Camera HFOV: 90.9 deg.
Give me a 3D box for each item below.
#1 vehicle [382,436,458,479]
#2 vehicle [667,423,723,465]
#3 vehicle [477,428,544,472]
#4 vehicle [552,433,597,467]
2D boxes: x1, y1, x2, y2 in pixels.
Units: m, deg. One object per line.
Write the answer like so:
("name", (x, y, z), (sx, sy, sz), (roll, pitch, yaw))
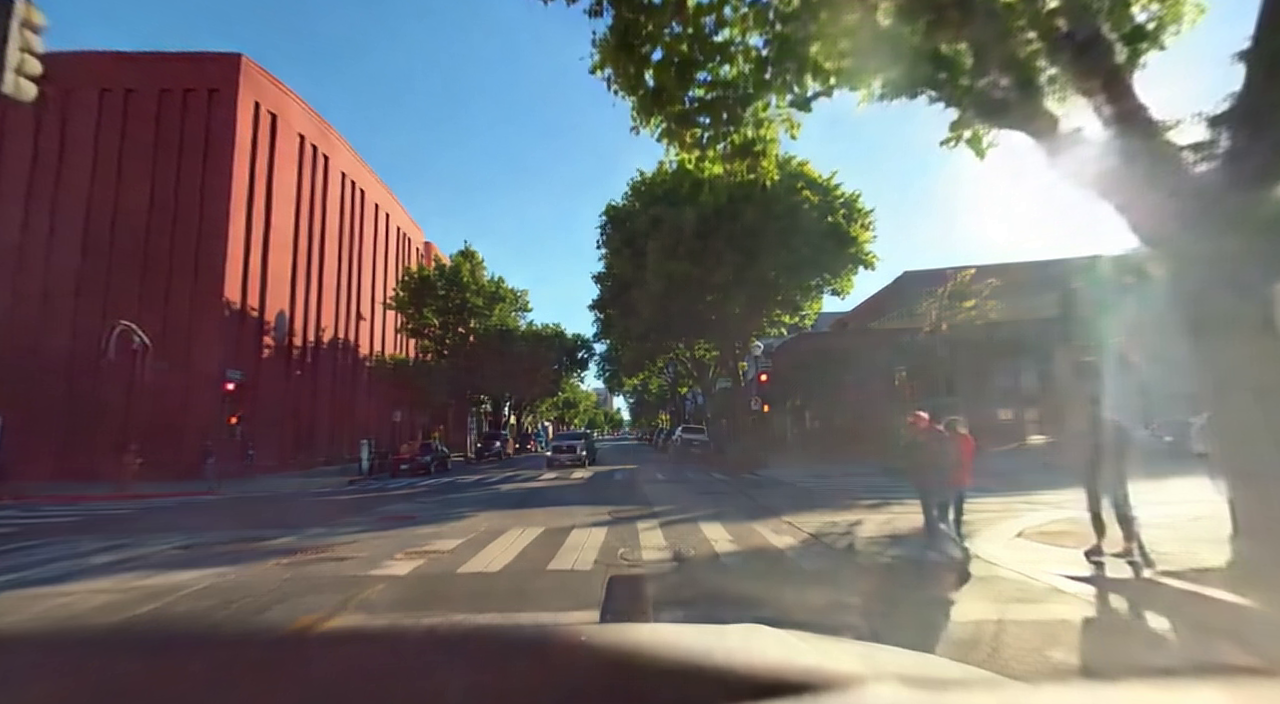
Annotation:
("vehicle", (-9.929, 4.765, 28.857), (2.216, 1.804, 4.526), (1, -8, -5))
("vehicle", (3.039, 5.279, 36.150), (2.557, 2.188, 5.164), (0, -8, -2))
("vehicle", (-5.998, 4.615, 29.765), (2.242, 1.887, 4.924), (0, -8, -2))
("vehicle", (-3.264, 4.985, 32.198), (2.033, 1.596, 4.142), (0, -8, -2))
